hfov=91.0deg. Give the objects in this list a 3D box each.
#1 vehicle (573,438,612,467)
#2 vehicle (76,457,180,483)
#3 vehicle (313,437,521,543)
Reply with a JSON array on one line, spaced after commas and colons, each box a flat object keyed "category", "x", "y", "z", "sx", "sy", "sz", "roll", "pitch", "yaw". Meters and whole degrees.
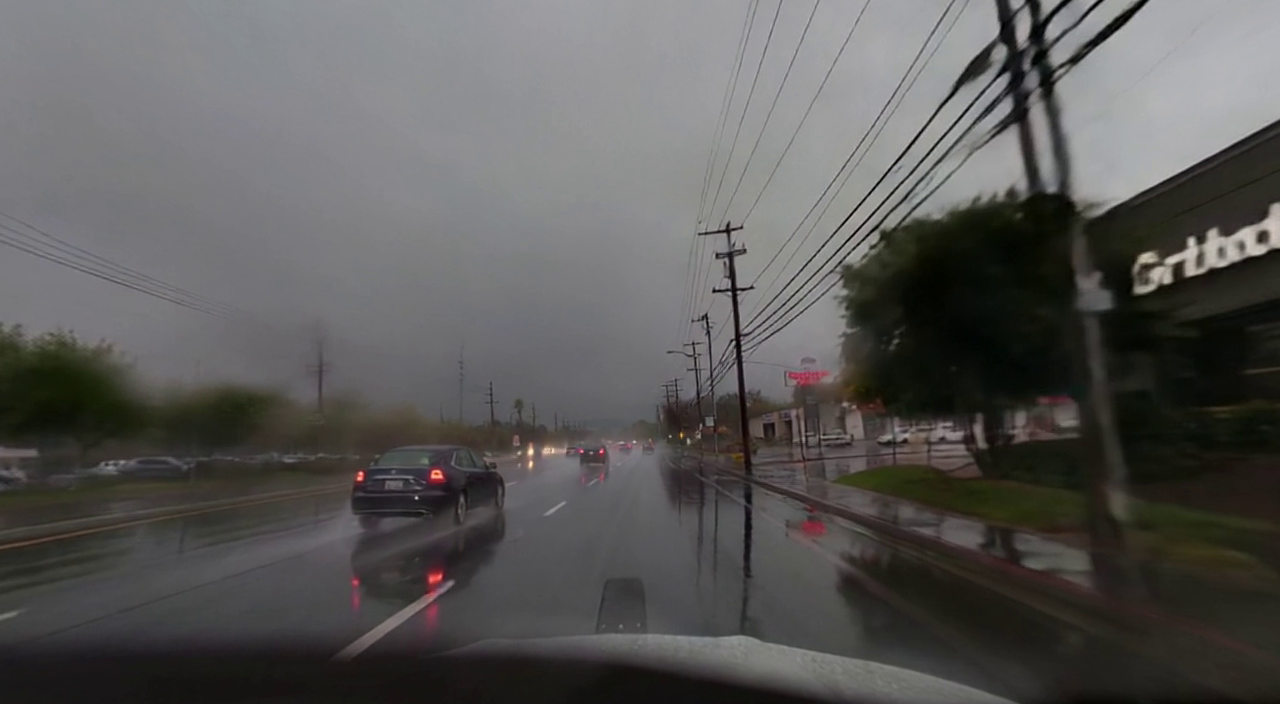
[{"category": "vehicle", "x": -3.010, "y": 6.524, "z": 40.830, "sx": 2.087, "sy": 1.736, "sz": 4.311, "roll": 0, "pitch": -9, "yaw": 2}, {"category": "vehicle", "x": -40.153, "y": 9.256, "z": 49.619, "sx": 5.876, "sy": 1.927, "sz": 2.237, "roll": 4, "pitch": -10, "yaw": -26}, {"category": "vehicle", "x": -3.571, "y": 2.283, "z": 11.143, "sx": 1.942, "sy": 1.469, "sz": 4.426, "roll": 0, "pitch": -9, "yaw": 2}]
